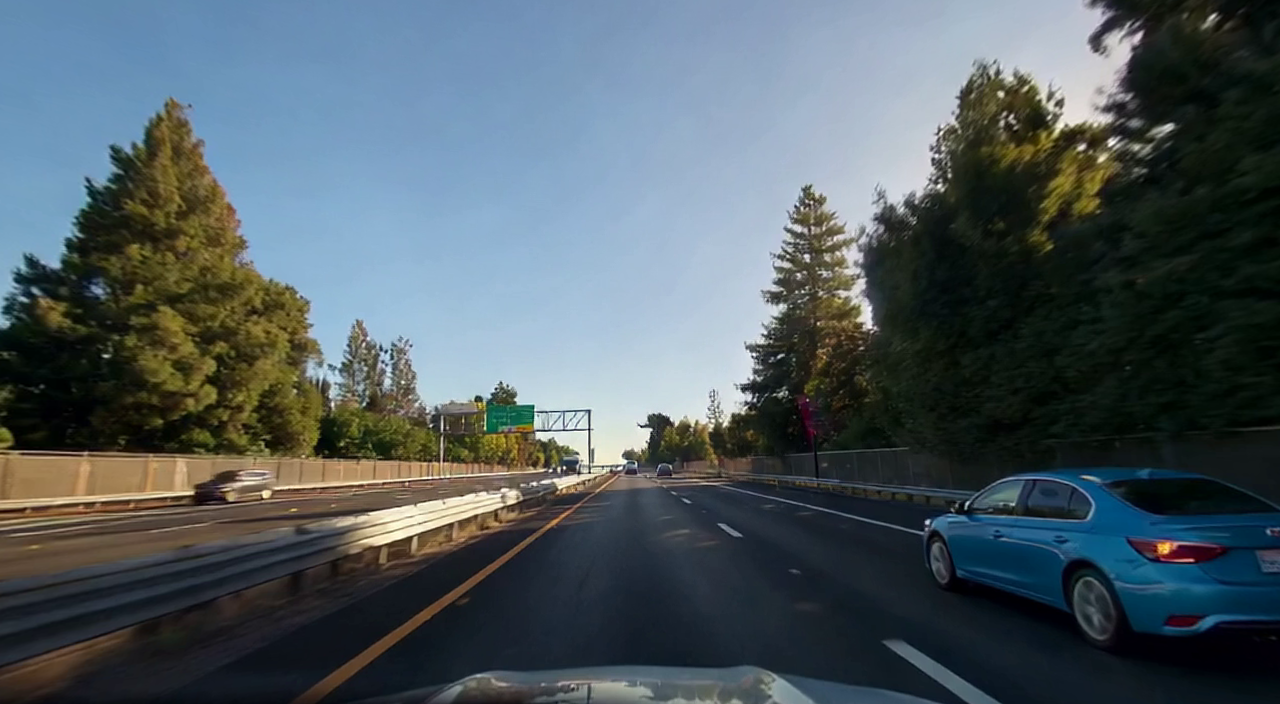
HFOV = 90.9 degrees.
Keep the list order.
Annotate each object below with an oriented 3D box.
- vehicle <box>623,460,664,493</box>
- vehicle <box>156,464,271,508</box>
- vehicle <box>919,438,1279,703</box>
[{"bbox_3d":[0.125,6.604,33.550,2.037,1.605,3.833,1,-11,-1],"label":"vehicle"},{"bbox_3d":[-16.263,5.116,24.264,1.883,1.480,3.539,1,-11,-1],"label":"vehicle"},{"bbox_3d":[4.109,1.541,4.942,1.938,1.494,4.032,1,-11,-1],"label":"vehicle"}]
